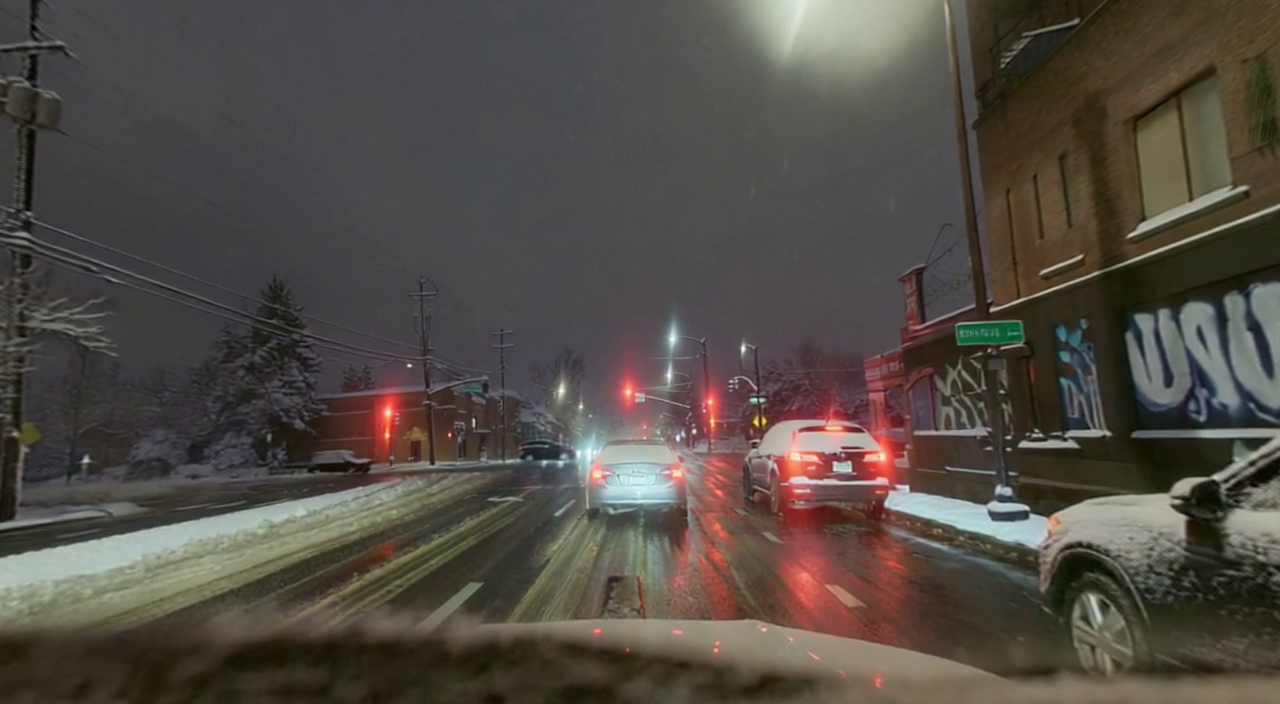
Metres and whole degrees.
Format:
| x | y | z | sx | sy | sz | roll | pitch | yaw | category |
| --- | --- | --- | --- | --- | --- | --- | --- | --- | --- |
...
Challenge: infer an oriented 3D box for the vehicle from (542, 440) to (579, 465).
| x | y | z | sx | sy | sz | roll | pitch | yaw | category |
| --- | --- | --- | --- | --- | --- | --- | --- | --- | --- |
| -5.702 | 7.220 | 45.389 | 2.059 | 1.699 | 4.252 | 0 | -8 | 0 | vehicle |

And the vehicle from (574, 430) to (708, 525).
| x | y | z | sx | sy | sz | roll | pitch | yaw | category |
| --- | --- | --- | --- | --- | --- | --- | --- | --- | --- |
| 0.048 | 2.360 | 12.389 | 2.153 | 1.505 | 4.452 | 0 | -8 | 1 | vehicle |

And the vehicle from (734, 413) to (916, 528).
| x | y | z | sx | sy | sz | roll | pitch | yaw | category |
| --- | --- | --- | --- | --- | --- | --- | --- | --- | --- |
| 3.261 | 2.203 | 12.245 | 2.060 | 1.783 | 4.579 | 0 | -8 | -1 | vehicle |

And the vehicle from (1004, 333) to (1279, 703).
| x | y | z | sx | sy | sz | roll | pitch | yaw | category |
| --- | --- | --- | --- | --- | --- | --- | --- | --- | --- |
| 3.286 | 0.712 | 1.732 | 1.938 | 1.714 | 4.402 | 0 | -8 | 1 | vehicle |
